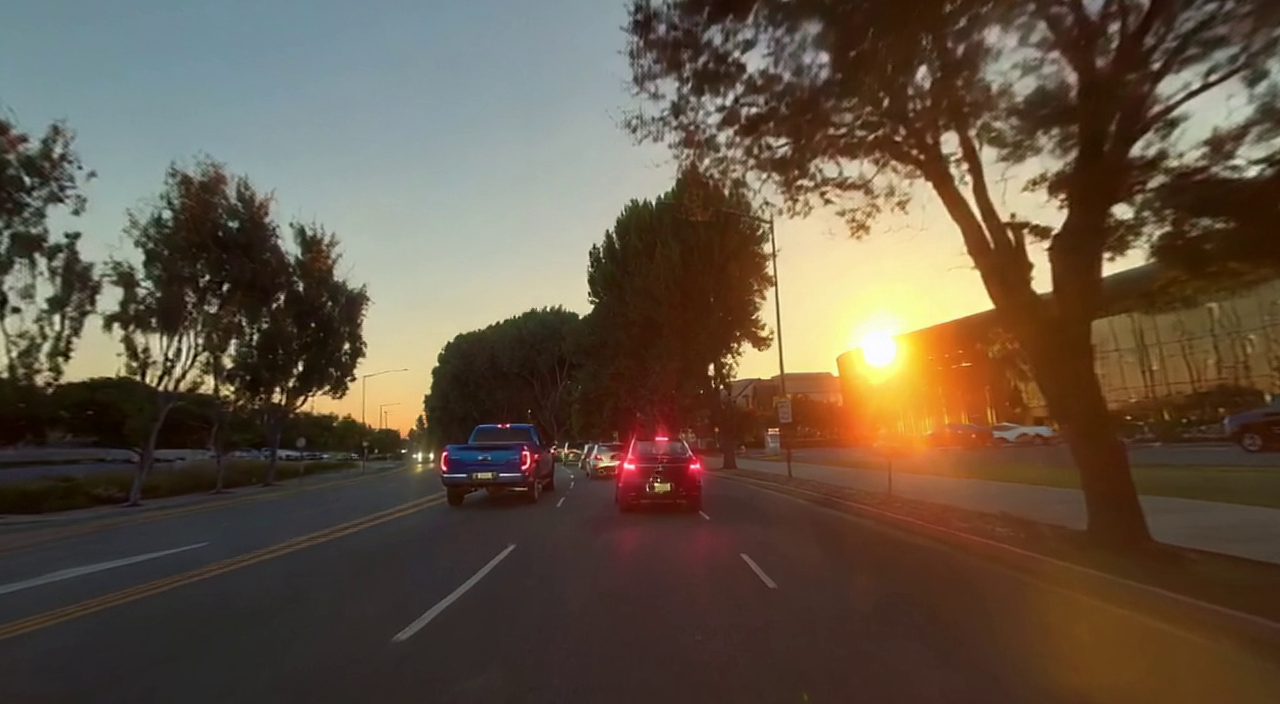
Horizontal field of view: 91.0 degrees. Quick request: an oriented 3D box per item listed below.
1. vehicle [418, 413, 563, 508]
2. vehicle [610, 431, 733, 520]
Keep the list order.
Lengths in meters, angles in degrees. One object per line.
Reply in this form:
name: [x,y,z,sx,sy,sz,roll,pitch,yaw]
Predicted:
vehicle: [-3.498,2.733,16.225,2.512,1.992,5.725,0,-9,-2]
vehicle: [0.457,2.466,13.084,2.142,1.528,4.133,0,-9,-3]
